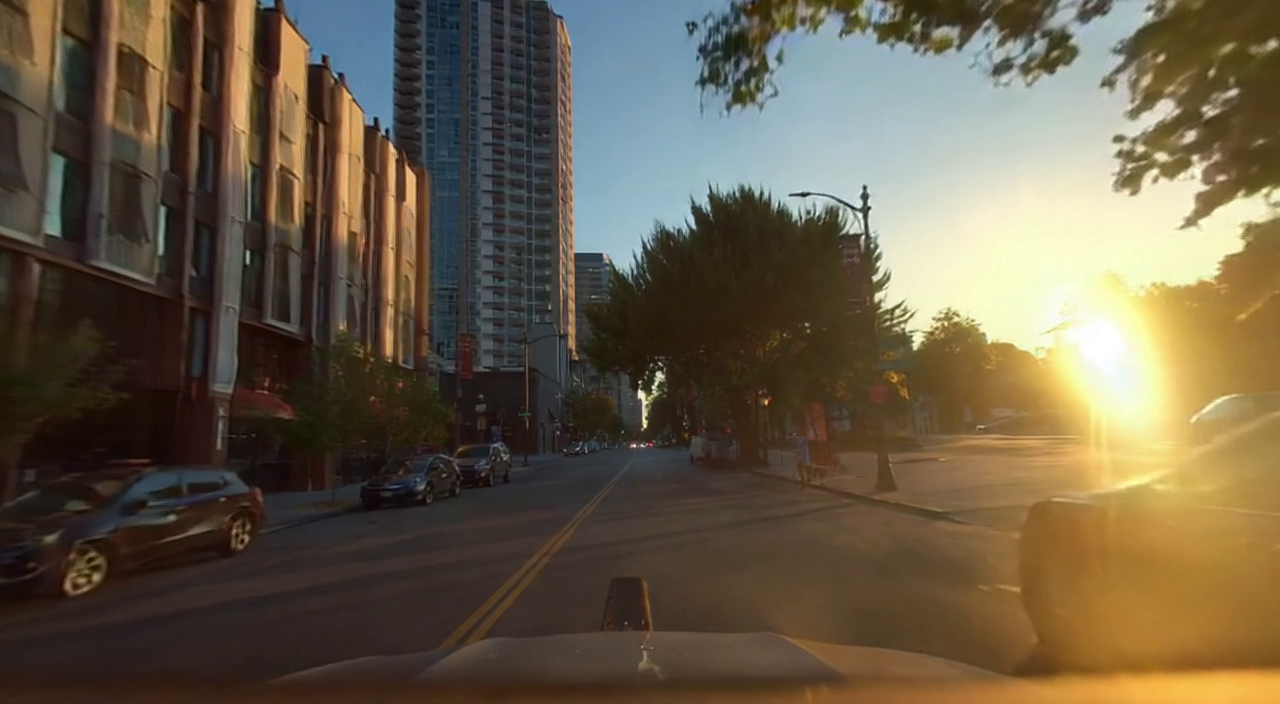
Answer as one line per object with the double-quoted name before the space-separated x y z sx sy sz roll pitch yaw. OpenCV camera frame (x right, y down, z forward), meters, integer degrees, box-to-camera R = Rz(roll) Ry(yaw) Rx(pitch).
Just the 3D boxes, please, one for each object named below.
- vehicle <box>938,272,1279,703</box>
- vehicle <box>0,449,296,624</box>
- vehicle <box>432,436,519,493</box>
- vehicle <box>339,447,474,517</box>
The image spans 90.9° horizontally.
"vehicle" 3.880 0.616 2.196 2.568 2.001 5.999 -1 -8 -2
"vehicle" -6.657 2.120 8.090 2.110 1.498 4.555 -4 -8 -2
"vehicle" -6.508 4.452 25.513 2.273 1.871 4.920 -4 -8 -2
"vehicle" -6.657 3.698 18.606 2.270 1.539 4.855 -4 -8 -2
